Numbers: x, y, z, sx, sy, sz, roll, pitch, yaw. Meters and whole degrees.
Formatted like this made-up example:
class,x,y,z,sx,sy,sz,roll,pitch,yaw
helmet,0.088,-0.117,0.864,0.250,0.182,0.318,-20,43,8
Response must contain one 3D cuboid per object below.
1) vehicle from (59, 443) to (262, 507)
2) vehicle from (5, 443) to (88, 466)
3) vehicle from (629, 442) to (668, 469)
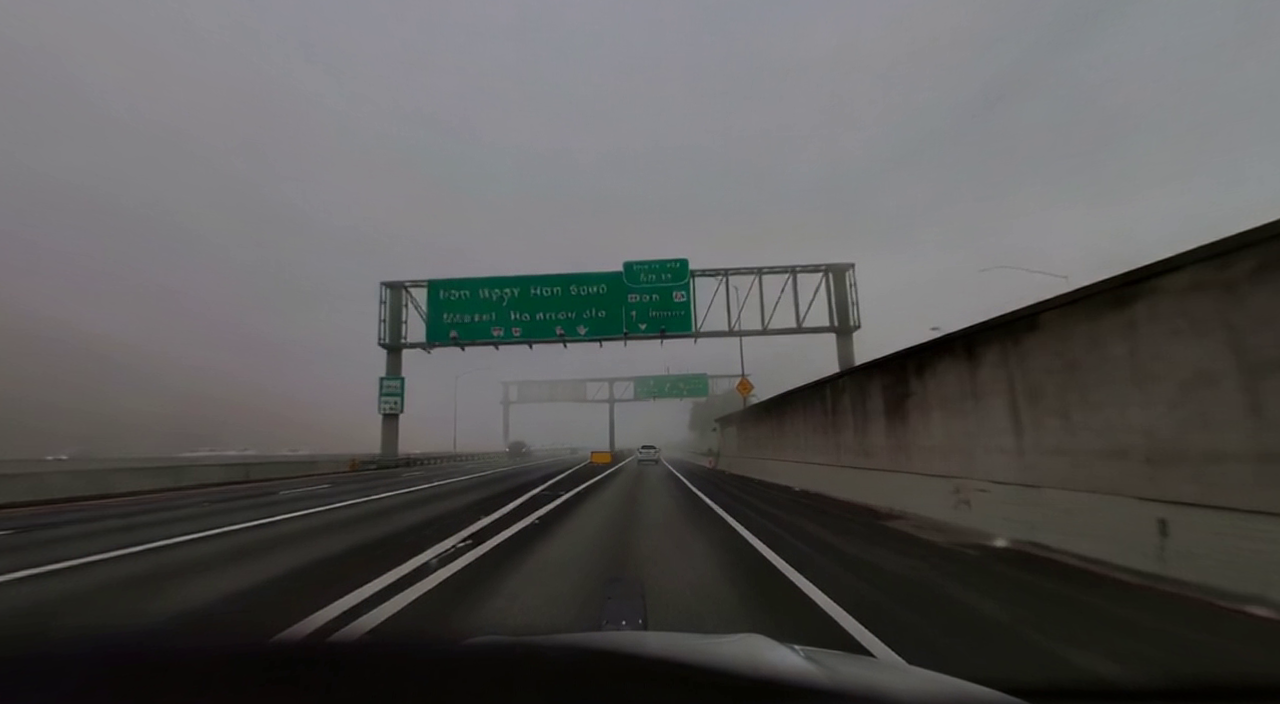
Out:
class,x,y,z,sx,sy,sz,roll,pitch,yaw
vehicle,-12.573,3.205,17.029,1.946,1.461,4.602,0,-8,-1
vehicle,-41.962,7.209,44.735,1.780,1.457,4.568,1,-8,-6
vehicle,0.456,6.018,36.868,2.137,1.461,3.999,0,-8,-1
